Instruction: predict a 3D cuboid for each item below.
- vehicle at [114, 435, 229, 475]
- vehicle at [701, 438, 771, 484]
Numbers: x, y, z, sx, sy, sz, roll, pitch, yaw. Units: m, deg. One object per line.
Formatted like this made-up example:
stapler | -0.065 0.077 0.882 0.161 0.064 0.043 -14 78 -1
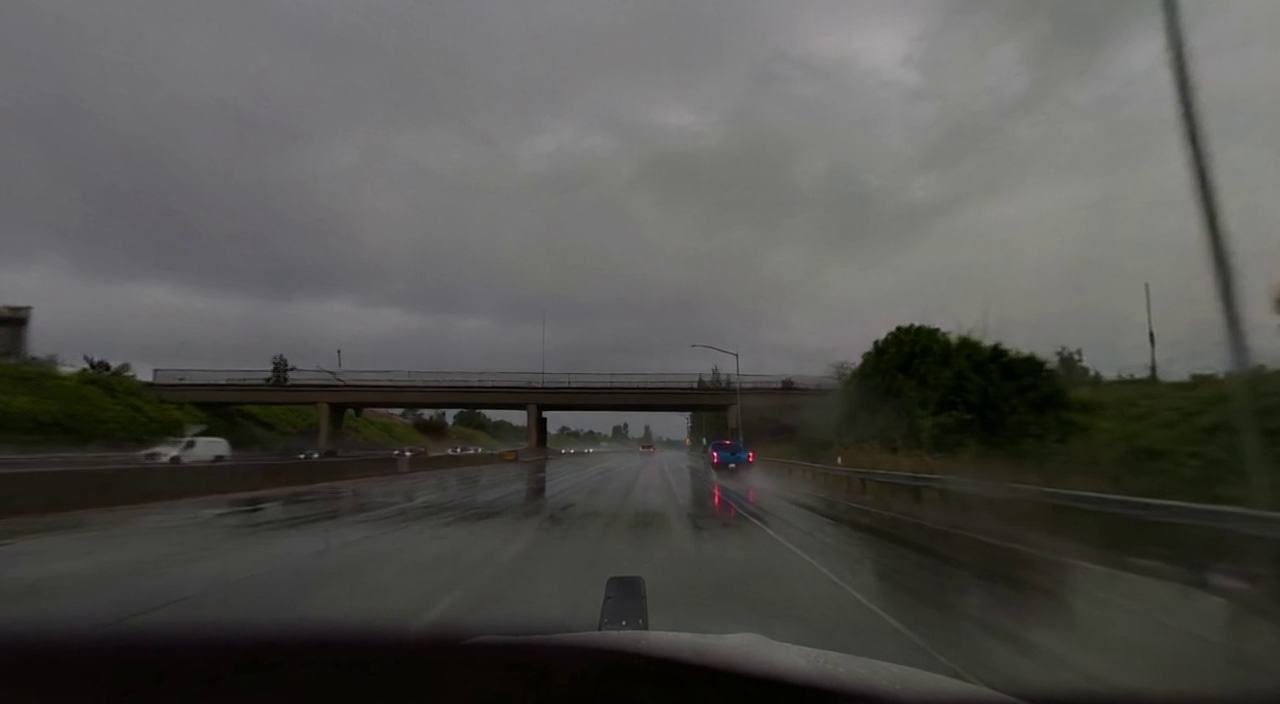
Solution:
vehicle | -20.653 4.539 28.035 1.855 1.628 4.049 -1 -8 3
vehicle | 3.676 4.274 25.139 2.010 1.637 4.940 0 -8 0
